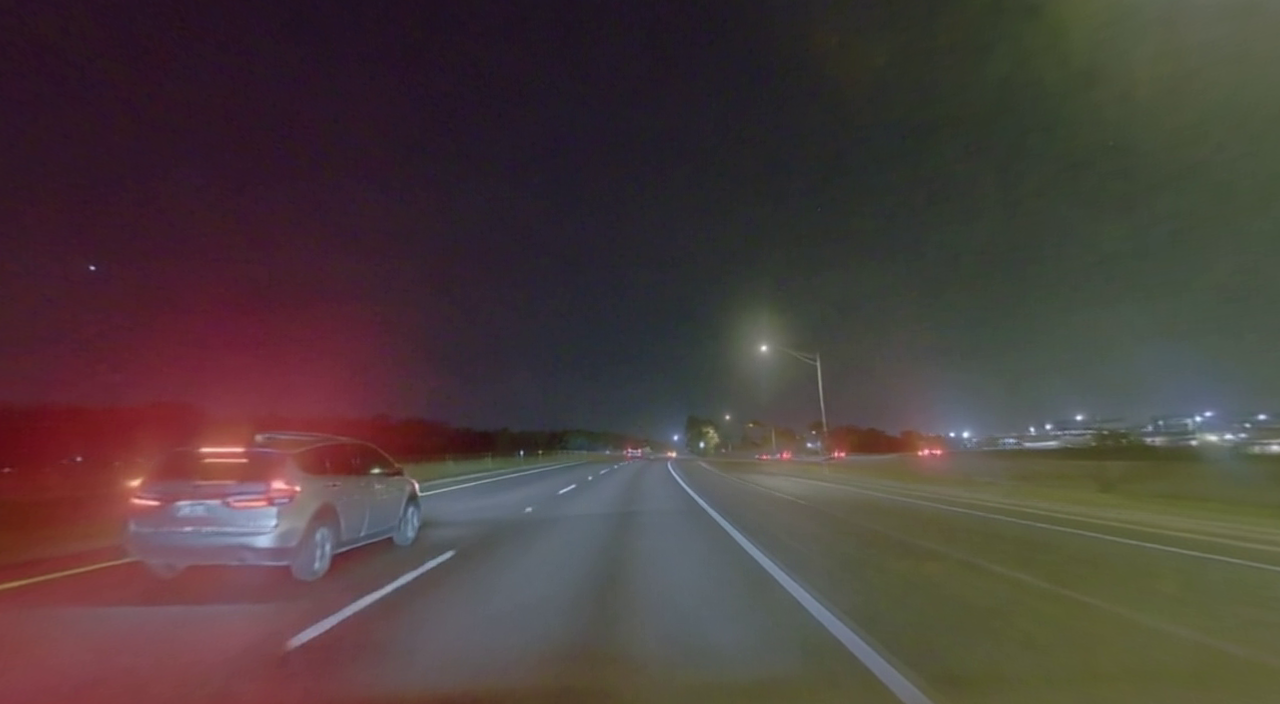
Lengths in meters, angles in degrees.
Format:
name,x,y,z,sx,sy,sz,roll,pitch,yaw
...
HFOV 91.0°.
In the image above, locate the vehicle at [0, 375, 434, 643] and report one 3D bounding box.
name,x,y,z,sx,sy,sz,roll,pitch,yaw
vehicle,-4.107,1.400,6.632,2.193,1.771,4.757,0,-9,1
